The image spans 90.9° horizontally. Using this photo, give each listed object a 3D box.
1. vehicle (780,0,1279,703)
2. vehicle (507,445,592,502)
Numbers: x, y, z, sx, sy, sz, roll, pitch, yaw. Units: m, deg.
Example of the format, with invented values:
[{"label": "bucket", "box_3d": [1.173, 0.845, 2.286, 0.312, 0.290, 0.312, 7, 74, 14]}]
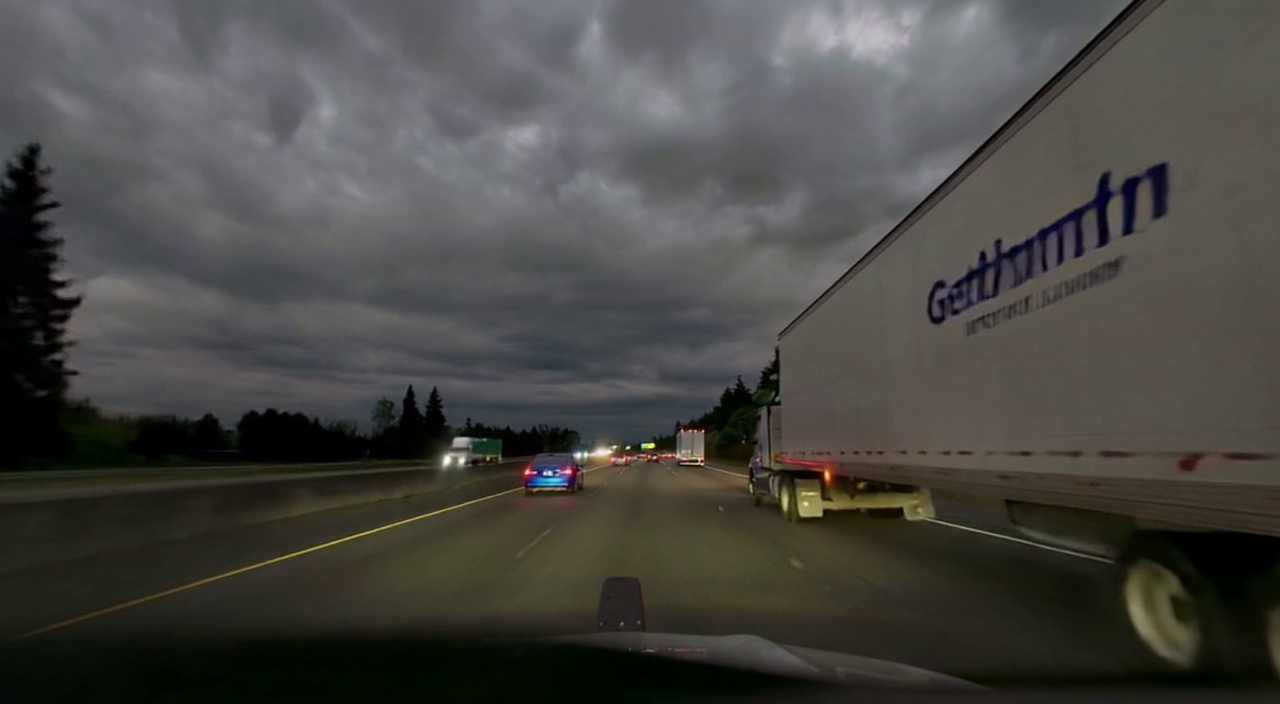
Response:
[{"label": "vehicle", "box_3d": [4.631, 0.417, 7.012, 2.858, 3.952, 13.731, 0, -9, -1]}, {"label": "vehicle", "box_3d": [-2.723, 3.782, 20.000, 1.960, 1.579, 4.384, 0, -9, 1]}]
